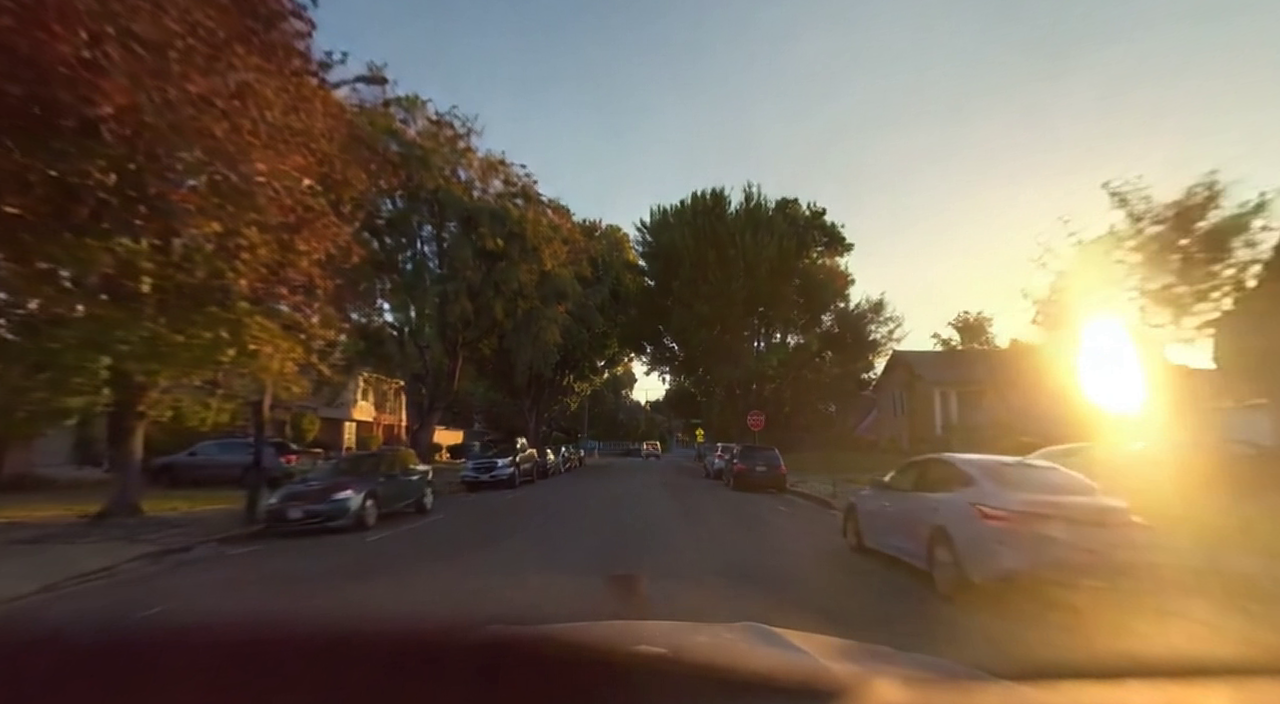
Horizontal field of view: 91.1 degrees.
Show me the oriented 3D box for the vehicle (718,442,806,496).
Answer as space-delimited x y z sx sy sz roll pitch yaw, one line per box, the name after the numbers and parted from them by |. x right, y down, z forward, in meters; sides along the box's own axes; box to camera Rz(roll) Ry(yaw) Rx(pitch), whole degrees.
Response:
3.738 3.672 20.130 1.987 1.518 4.686 0 -9 2 | vehicle

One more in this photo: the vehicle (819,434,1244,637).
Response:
3.614 1.736 7.083 1.871 1.514 4.553 0 -9 0 | vehicle

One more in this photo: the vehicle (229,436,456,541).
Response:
-5.213 2.404 11.879 1.872 1.515 4.535 1 -8 3 | vehicle

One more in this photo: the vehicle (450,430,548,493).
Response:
-4.713 3.742 21.807 2.162 1.857 4.758 2 -8 1 | vehicle
